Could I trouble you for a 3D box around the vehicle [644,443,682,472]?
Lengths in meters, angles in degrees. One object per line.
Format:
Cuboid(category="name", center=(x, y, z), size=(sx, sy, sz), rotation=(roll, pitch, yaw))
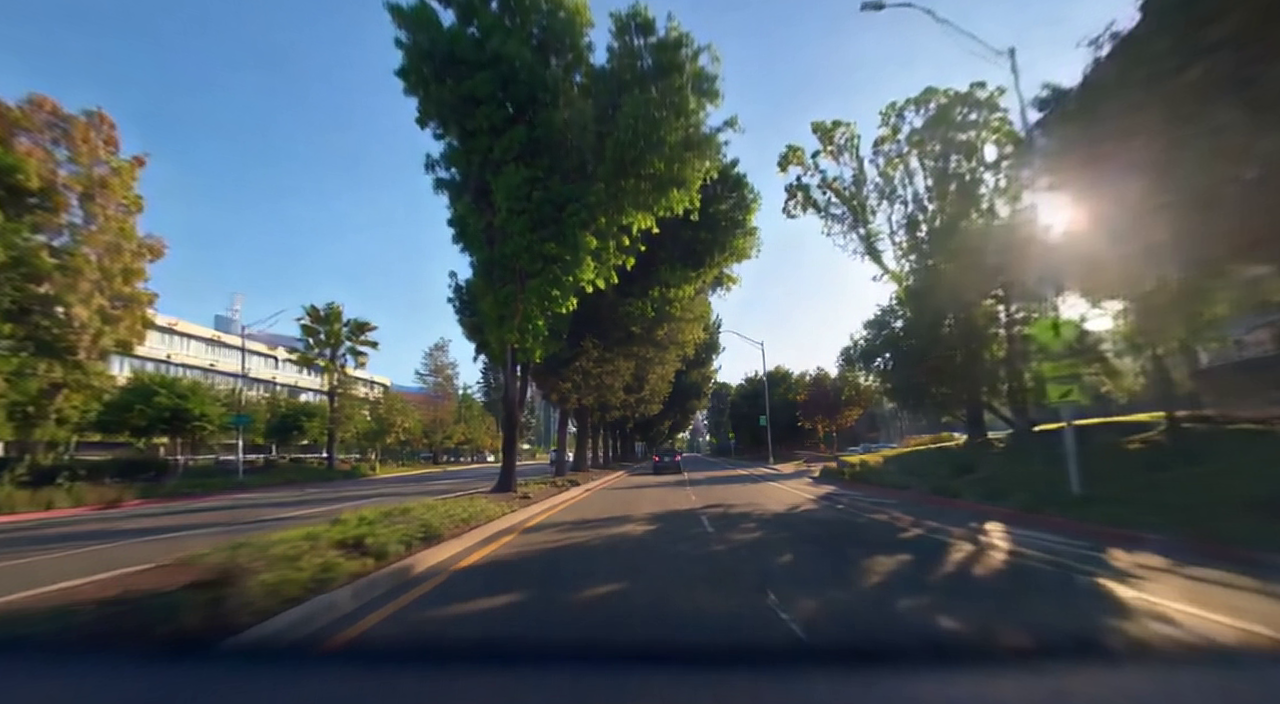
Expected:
Cuboid(category="vehicle", center=(1.366, 6.378, 38.333), size=(2.158, 1.600, 3.865), rotation=(-1, -8, 2))
